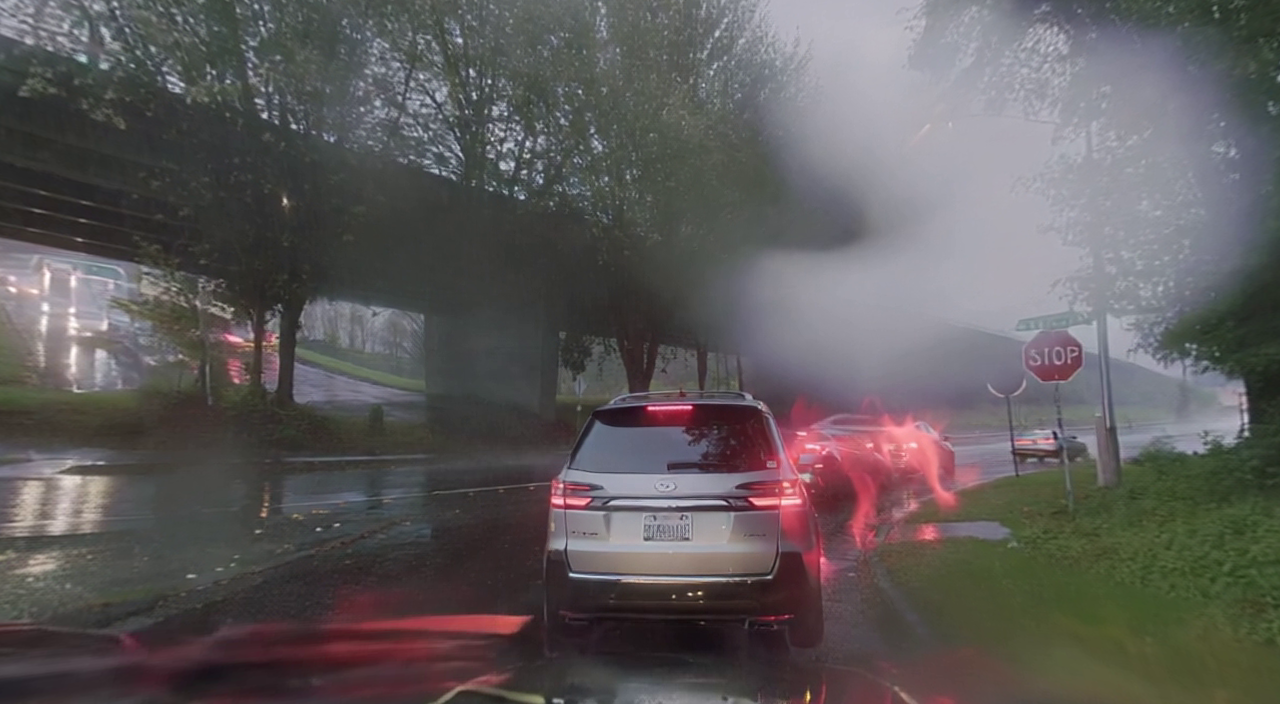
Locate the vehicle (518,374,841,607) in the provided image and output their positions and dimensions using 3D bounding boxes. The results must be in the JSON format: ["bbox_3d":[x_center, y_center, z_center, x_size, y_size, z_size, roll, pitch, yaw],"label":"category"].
[{"bbox_3d":[0.312,1.399,7.142,2.494,1.804,4.336,0,-9,0],"label":"vehicle"}]
